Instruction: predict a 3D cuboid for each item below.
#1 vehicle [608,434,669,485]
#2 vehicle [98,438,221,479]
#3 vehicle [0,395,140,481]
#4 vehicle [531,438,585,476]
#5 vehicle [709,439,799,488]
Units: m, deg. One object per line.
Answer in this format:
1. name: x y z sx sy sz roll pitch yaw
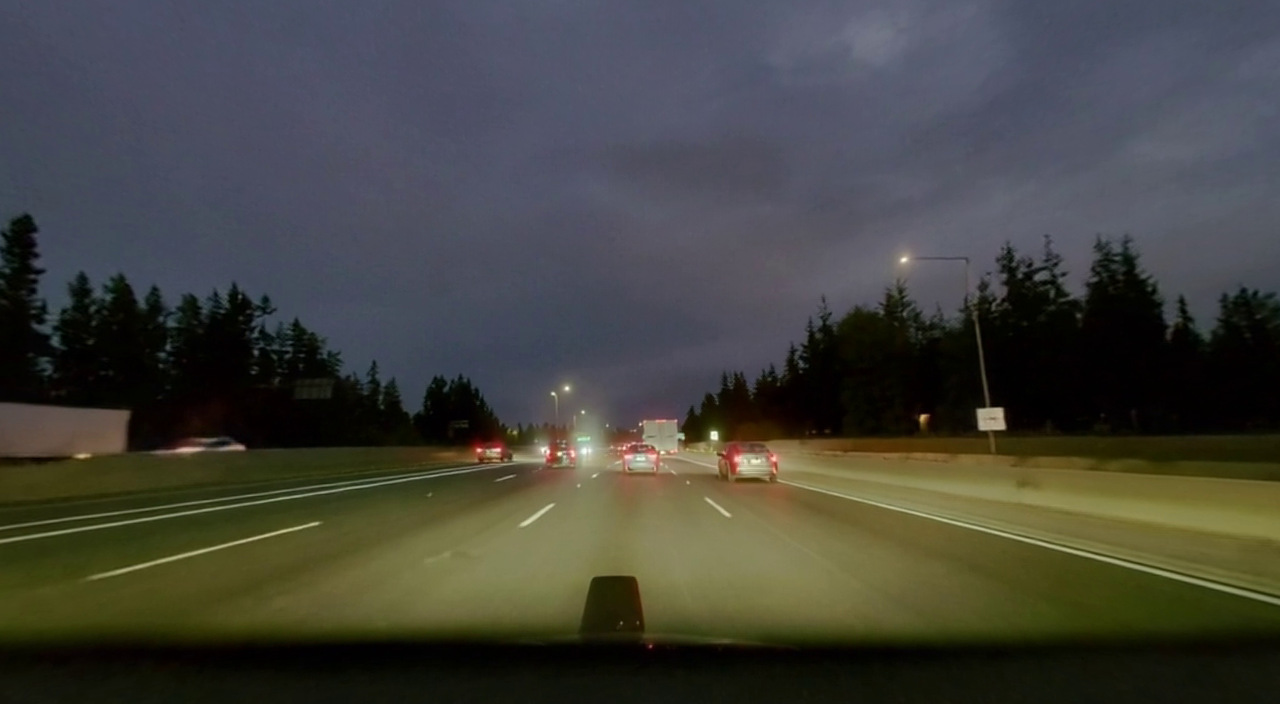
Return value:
1. vehicle: -0.074 4.024 23.962 2.103 1.717 4.399 0 -8 0
2. vehicle: -19.354 4.292 25.681 2.084 1.519 3.662 0 -8 0
3. vehicle: -30.804 3.853 28.334 3.101 3.887 16.562 0 -8 1
4. vehicle: -3.951 5.110 31.107 1.988 1.696 4.754 0 -8 0
5. vehicle: 3.778 3.794 21.917 2.146 1.482 4.665 0 -8 -2
